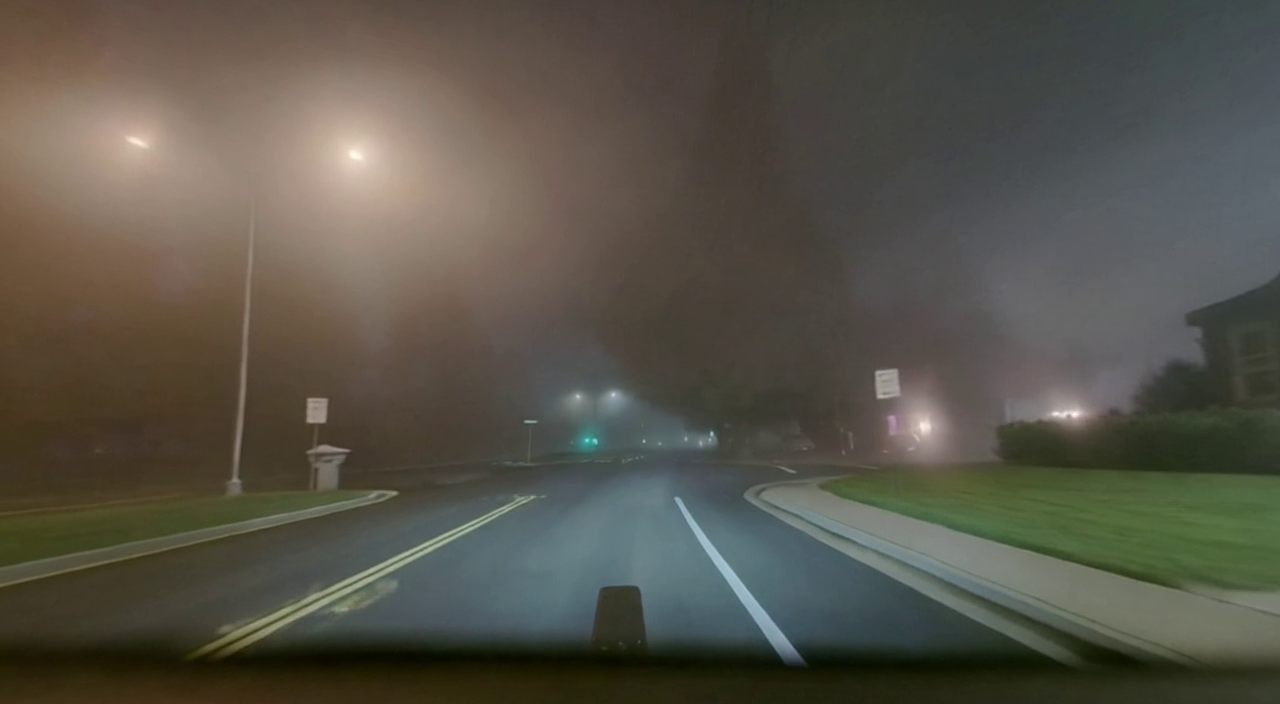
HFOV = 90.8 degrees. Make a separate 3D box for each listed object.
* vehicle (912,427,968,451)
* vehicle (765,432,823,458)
[{"bbox_3d":[20.873,6.019,43.886,4.241,1.560,1.979,6,-9,-43],"label":"vehicle"},{"bbox_3d":[12.085,7.278,49.767,2.199,1.661,4.495,5,-6,-22],"label":"vehicle"}]
